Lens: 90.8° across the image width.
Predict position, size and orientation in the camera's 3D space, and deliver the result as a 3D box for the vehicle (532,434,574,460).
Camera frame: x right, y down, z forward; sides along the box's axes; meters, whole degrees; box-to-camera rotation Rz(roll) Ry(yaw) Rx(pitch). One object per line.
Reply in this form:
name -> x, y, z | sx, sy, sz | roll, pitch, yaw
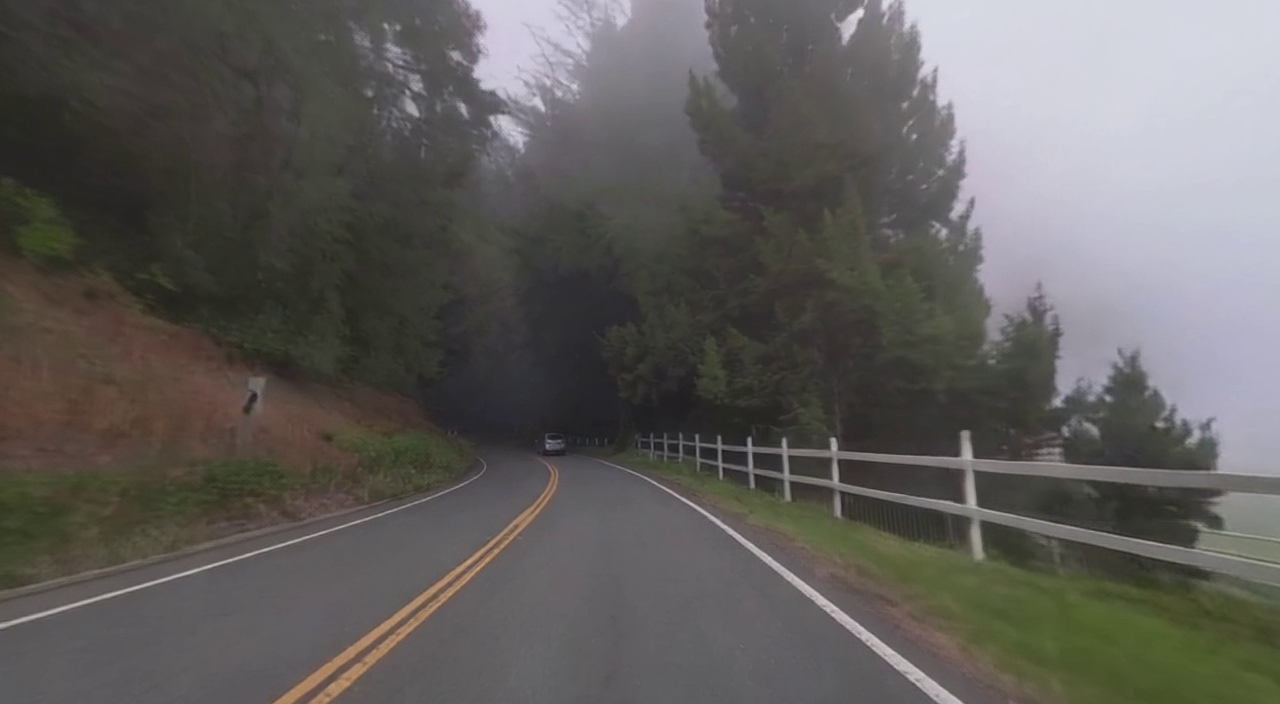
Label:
vehicle -> -6.921, 7.440, 49.610 | 2.439, 1.912, 5.605 | 2, -9, -16
